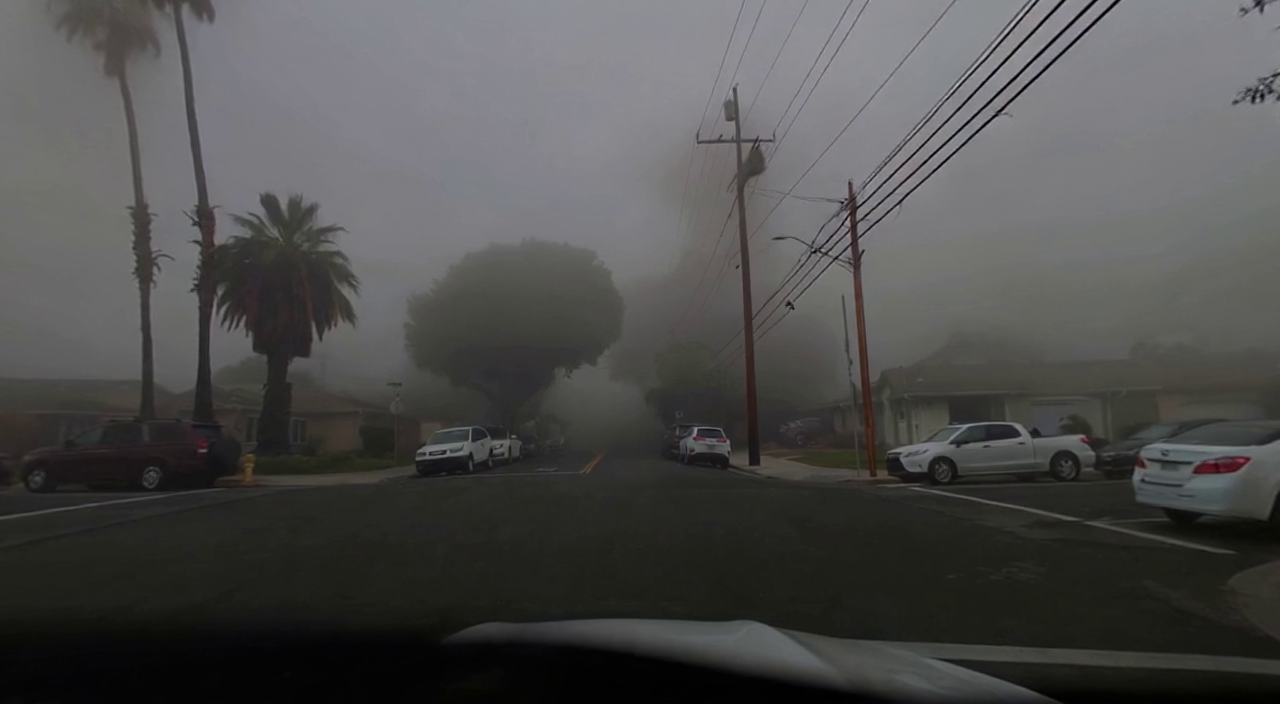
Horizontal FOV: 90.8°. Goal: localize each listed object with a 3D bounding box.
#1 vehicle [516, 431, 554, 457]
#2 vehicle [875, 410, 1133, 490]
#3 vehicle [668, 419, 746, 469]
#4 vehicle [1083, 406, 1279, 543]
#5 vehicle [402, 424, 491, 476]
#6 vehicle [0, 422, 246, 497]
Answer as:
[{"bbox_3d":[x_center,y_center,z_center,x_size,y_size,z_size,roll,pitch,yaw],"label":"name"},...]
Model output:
[{"bbox_3d":[-7.705,6.838,46.842,2.178,1.865,4.658,0,-9,-2],"label":"vehicle"},{"bbox_3d":[10.286,2.791,18.219,5.971,1.967,2.385,-1,-9,-5],"label":"vehicle"},{"bbox_3d":[2.697,3.980,27.268,2.505,1.895,5.805,0,-9,-2],"label":"vehicle"},{"bbox_3d":[9.004,1.636,8.739,4.181,1.638,2.015,0,-9,-1],"label":"vehicle"},{"bbox_3d":[-7.025,3.637,23.512,2.198,1.724,4.493,1,-9,-5],"label":"vehicle"},{"bbox_3d":[-14.812,3.010,17.734,5.847,1.766,2.392,-2,-9,-2],"label":"vehicle"}]
